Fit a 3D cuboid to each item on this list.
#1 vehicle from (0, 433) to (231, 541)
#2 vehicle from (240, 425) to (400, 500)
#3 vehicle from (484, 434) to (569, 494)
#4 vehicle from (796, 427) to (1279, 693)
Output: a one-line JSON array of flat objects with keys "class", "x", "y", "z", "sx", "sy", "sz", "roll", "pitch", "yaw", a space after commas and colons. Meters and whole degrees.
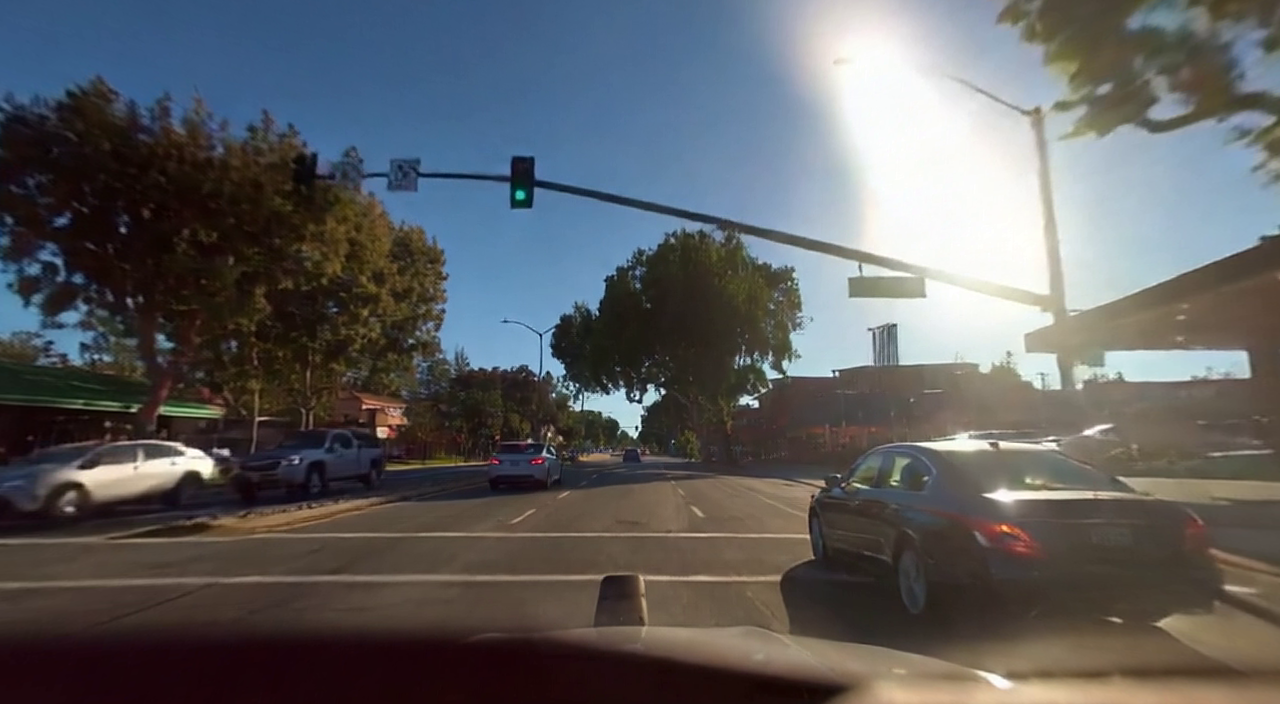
[{"class": "vehicle", "x": -10.049, "y": 2.353, "z": 11.655, "sx": 1.942, "sy": 1.576, "sz": 4.567, "roll": -1, "pitch": -9, "yaw": 0}, {"class": "vehicle", "x": -9.621, "y": 3.372, "z": 19.660, "sx": 2.301, "sy": 1.926, "sz": 5.183, "roll": -2, "pitch": -9, "yaw": 0}, {"class": "vehicle", "x": -3.735, "y": 3.774, "z": 21.686, "sx": 1.997, "sy": 1.806, "sz": 4.500, "roll": 0, "pitch": -9, "yaw": 1}, {"class": "vehicle", "x": 3.137, "y": 1.557, "z": 6.094, "sx": 1.975, "sy": 1.502, "sz": 4.787, "roll": 0, "pitch": -9, "yaw": -1}]
